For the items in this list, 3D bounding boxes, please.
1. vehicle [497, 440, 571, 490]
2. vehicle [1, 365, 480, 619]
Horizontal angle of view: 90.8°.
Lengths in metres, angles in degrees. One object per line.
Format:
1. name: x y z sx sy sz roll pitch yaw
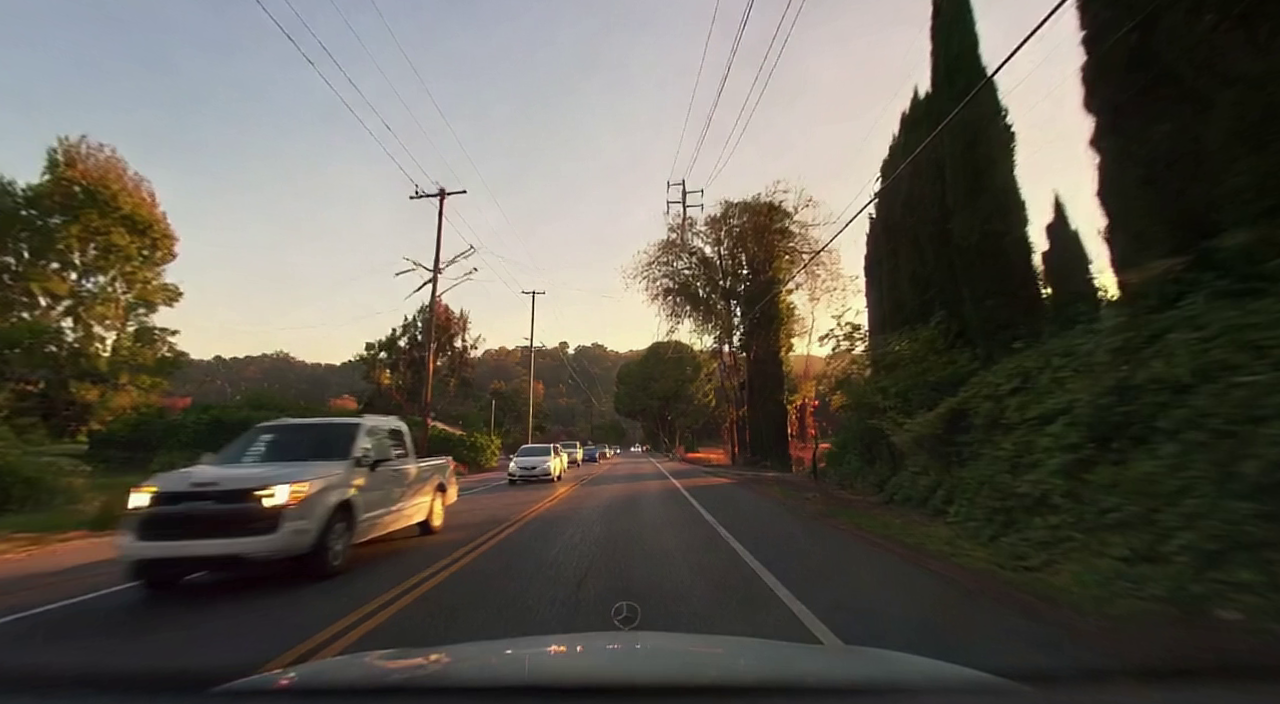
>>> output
1. vehicle: -4.087 4.389 25.078 2.238 1.674 4.657 -2 -8 -2
2. vehicle: -4.378 1.667 8.812 2.908 2.204 5.985 -2 -8 -2
